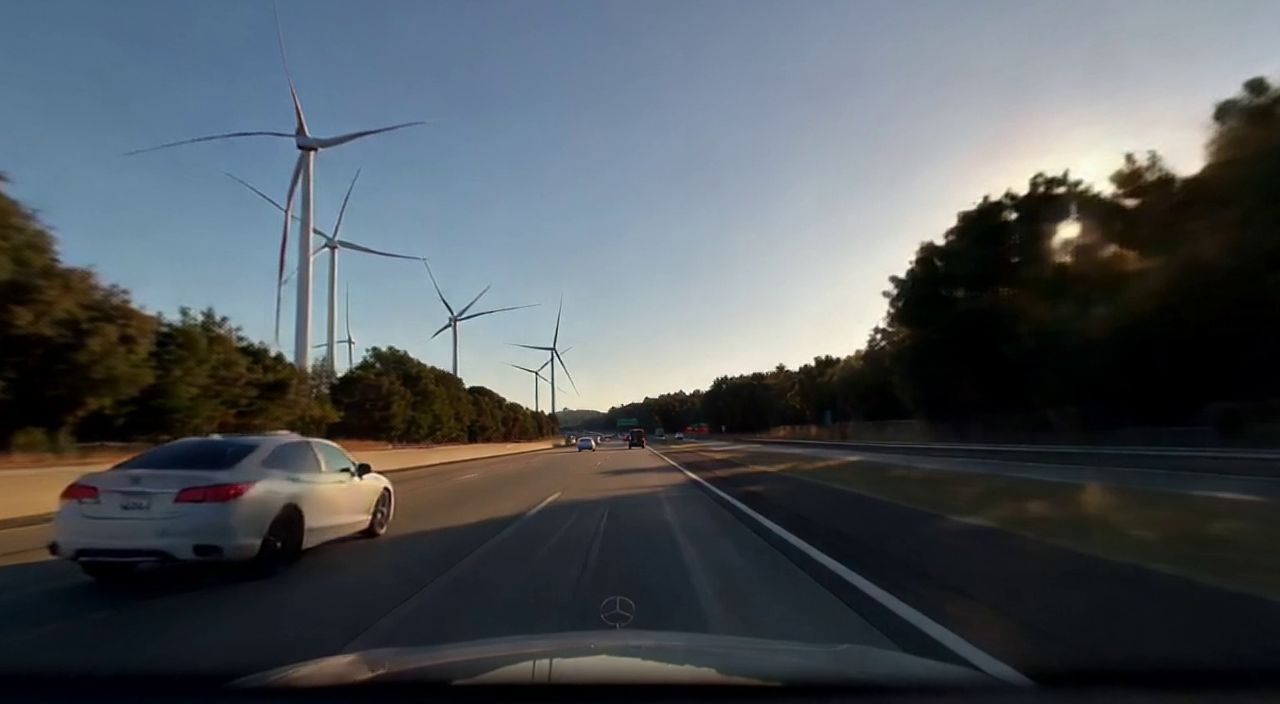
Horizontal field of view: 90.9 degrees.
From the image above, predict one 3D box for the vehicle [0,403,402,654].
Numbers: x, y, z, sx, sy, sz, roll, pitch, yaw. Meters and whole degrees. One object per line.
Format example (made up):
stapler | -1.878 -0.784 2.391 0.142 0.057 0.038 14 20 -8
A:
vehicle | -3.971 1.340 5.868 1.950 1.511 3.965 0 -8 0
